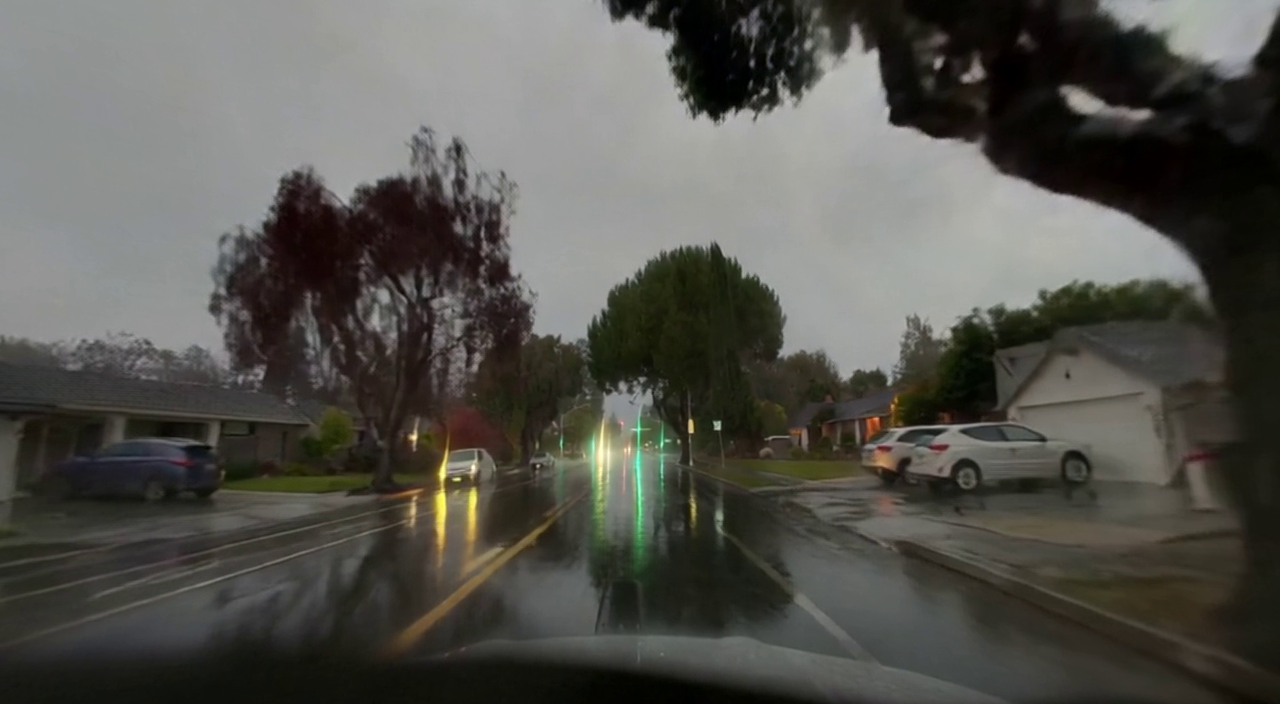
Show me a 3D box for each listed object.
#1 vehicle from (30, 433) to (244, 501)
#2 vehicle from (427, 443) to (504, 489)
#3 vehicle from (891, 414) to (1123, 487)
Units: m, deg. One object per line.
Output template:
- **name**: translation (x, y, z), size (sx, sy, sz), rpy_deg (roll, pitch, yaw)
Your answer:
- **vehicle**: translation (-14.610, 3.333, 18.548), size (4.602, 1.847, 1.976), rpy_deg (-1, -9, 4)
- **vehicle**: translation (-7.850, 5.131, 28.907), size (2.122, 1.739, 4.770), rpy_deg (-4, -8, 0)
- **vehicle**: translation (8.968, 2.449, 15.766), size (4.535, 1.697, 1.968), rpy_deg (0, -9, -1)
